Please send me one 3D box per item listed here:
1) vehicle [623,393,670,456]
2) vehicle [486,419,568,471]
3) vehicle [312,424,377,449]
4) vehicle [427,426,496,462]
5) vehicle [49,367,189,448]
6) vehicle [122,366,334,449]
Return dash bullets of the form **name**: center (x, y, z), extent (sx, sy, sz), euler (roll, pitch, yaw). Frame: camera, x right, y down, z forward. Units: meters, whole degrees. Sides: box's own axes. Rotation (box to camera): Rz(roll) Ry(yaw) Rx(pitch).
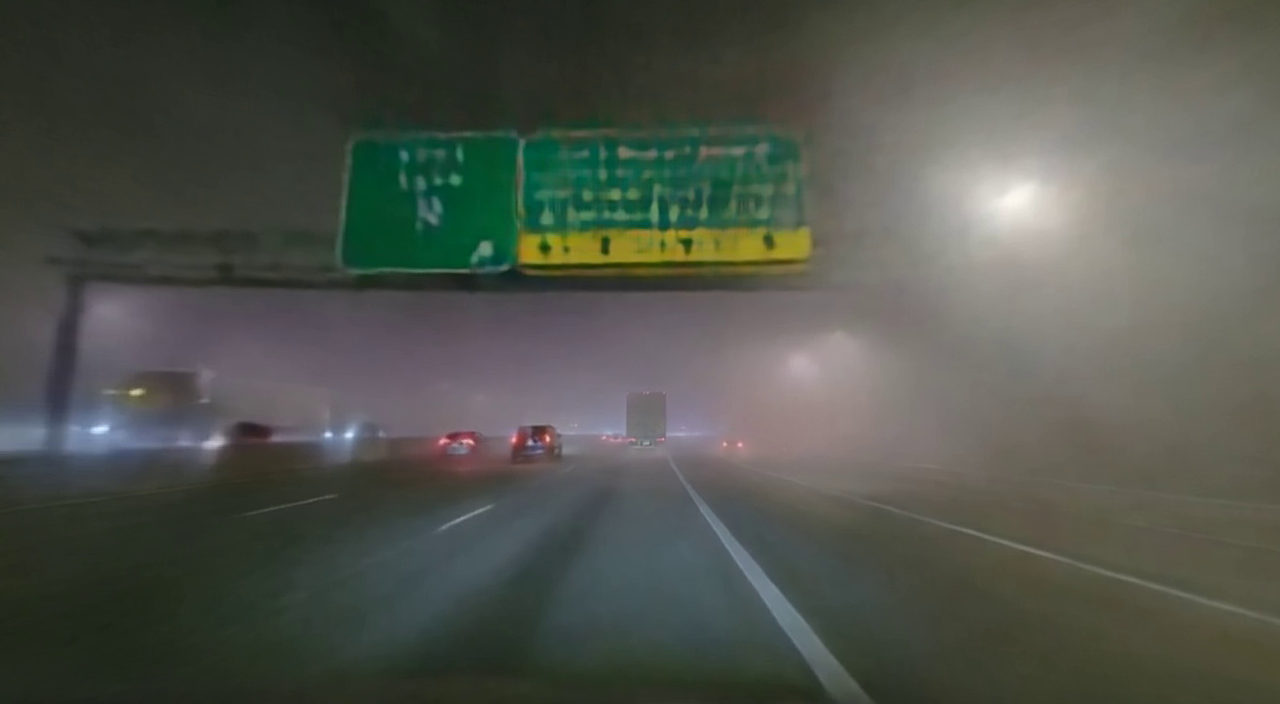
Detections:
- **vehicle**: center (0.501, 5.391, 46.044), extent (3.024, 4.019, 10.605), euler (0, -8, 1)
- **vehicle**: center (-4.185, 3.516, 24.044), extent (2.119, 1.787, 4.655), euler (0, -8, 2)
- **vehicle**: center (-19.355, 5.561, 41.391), extent (1.893, 1.598, 4.324), euler (-1, -8, 4)
- **vehicle**: center (-7.887, 4.091, 28.194), extent (1.845, 1.493, 3.799), euler (0, -8, 2)
- **vehicle**: center (-24.128, 2.665, 29.339), extent (2.853, 3.414, 3.777), euler (1, -8, 5)
- **vehicle**: center (-23.861, 3.677, 38.219), extent (2.960, 4.104, 14.061), euler (0, -8, 2)
